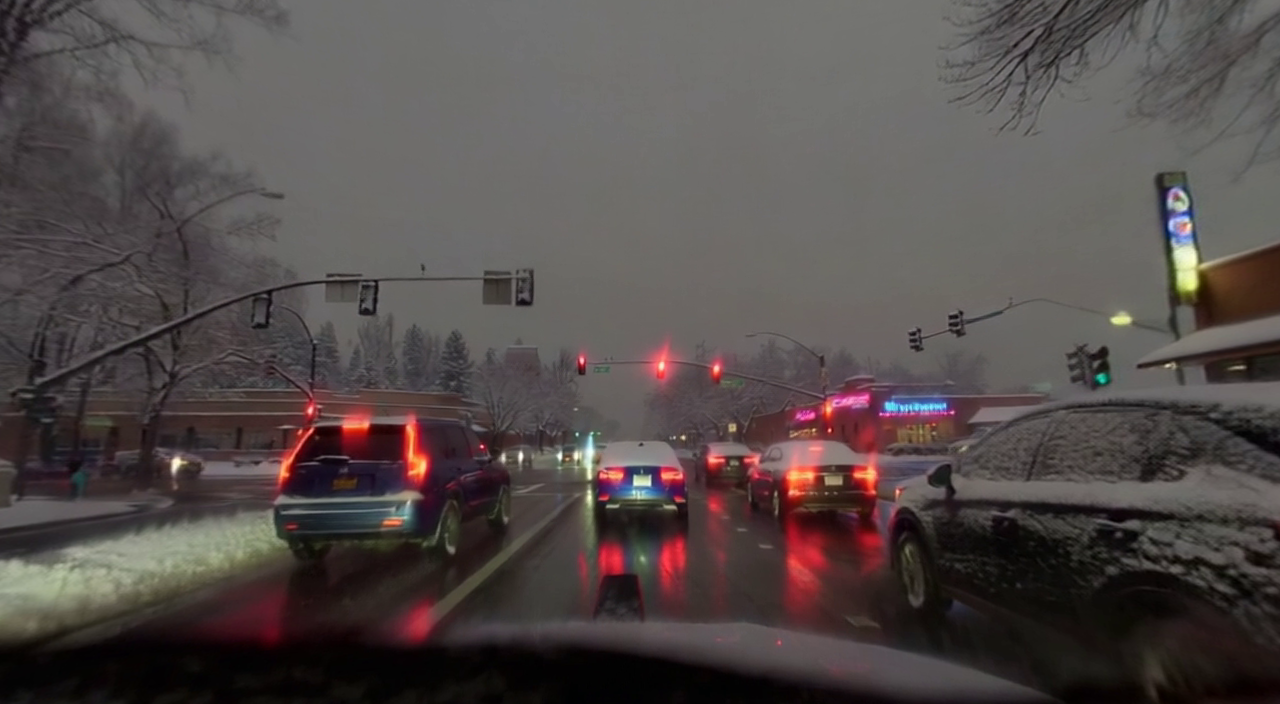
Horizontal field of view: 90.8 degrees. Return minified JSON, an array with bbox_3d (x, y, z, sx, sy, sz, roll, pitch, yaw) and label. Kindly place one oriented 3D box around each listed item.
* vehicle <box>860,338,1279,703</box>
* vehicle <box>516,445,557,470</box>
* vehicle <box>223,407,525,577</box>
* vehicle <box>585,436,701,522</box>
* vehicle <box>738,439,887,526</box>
[{"bbox_3d":[3.127,1.049,3.762,2.075,1.661,4.401,0,-9,1],"label":"vehicle"},{"bbox_3d":[-7.864,8.060,48.421,2.293,1.777,4.497,0,-9,0],"label":"vehicle"},{"bbox_3d":[-3.336,1.883,9.318,2.257,1.823,4.777,-1,-9,1],"label":"vehicle"},{"bbox_3d":[0.039,2.646,13.656,2.154,1.577,3.723,0,-9,0],"label":"vehicle"},{"bbox_3d":[3.356,2.609,13.203,1.865,1.496,4.170,0,-9,-1],"label":"vehicle"}]
